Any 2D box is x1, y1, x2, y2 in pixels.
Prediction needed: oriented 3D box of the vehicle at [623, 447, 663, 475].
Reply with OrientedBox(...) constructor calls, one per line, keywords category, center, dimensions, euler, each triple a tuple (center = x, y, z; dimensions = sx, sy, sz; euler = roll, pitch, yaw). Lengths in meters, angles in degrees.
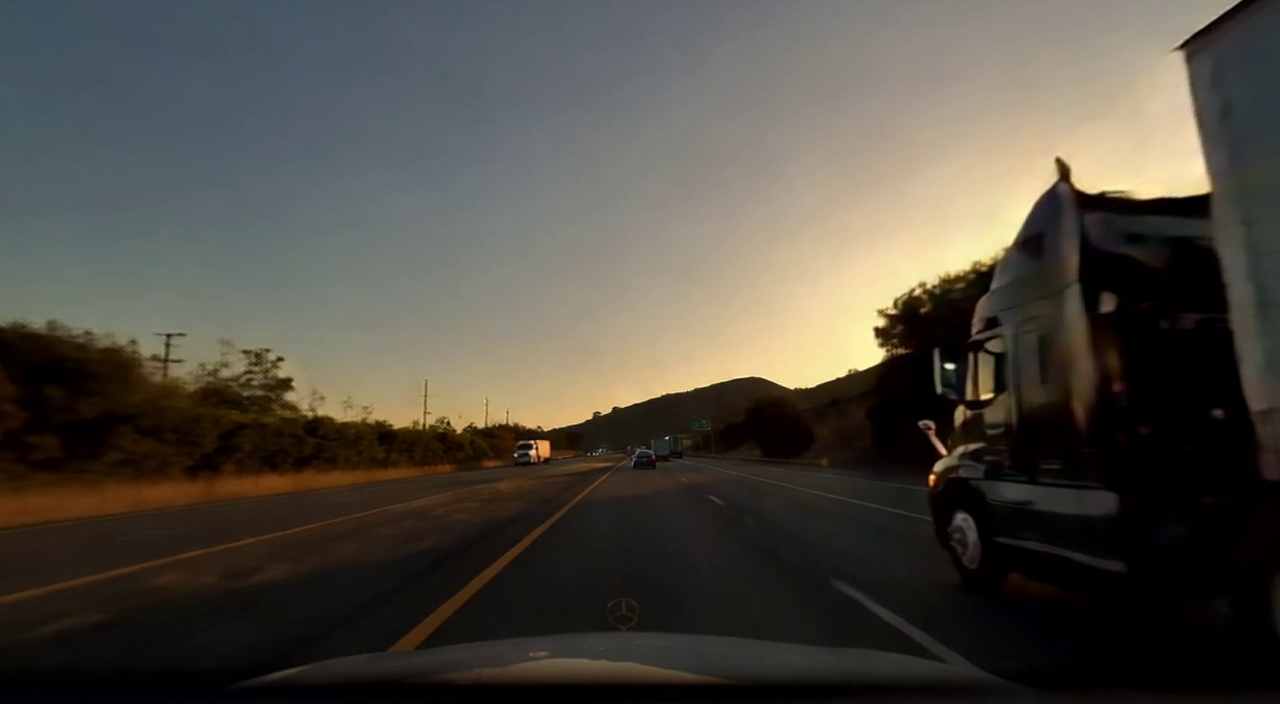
OrientedBox(category="vehicle", center=(0.161, 6.044, 34.908), dimensions=(2.083, 1.473, 3.923), euler=(0, -9, 0))
